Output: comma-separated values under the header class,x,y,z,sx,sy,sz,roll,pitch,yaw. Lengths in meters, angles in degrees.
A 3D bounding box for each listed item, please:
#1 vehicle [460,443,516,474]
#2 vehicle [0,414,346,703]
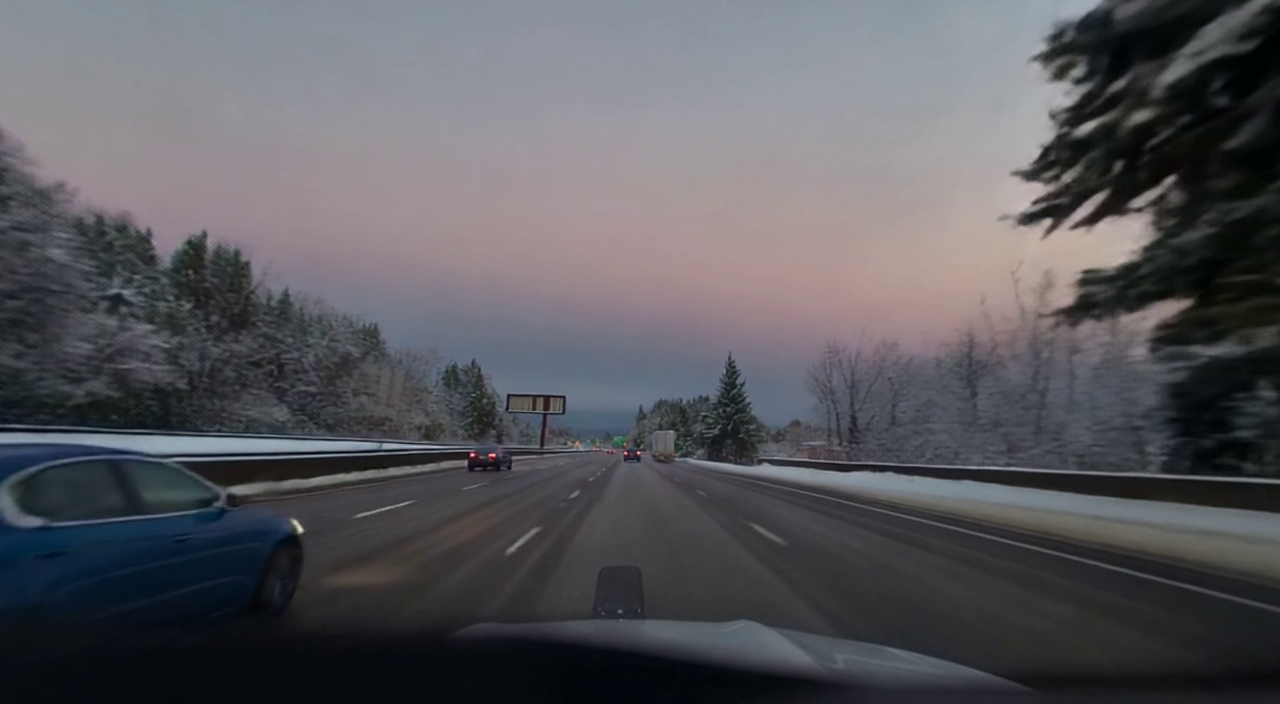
class,x,y,z,sx,sy,sz,roll,pitch,yaw
vehicle,-7.580,5.331,31.857,1.915,1.479,3.843,0,-8,0
vehicle,-4.096,1.238,4.283,2.090,1.487,4.276,0,-8,1
